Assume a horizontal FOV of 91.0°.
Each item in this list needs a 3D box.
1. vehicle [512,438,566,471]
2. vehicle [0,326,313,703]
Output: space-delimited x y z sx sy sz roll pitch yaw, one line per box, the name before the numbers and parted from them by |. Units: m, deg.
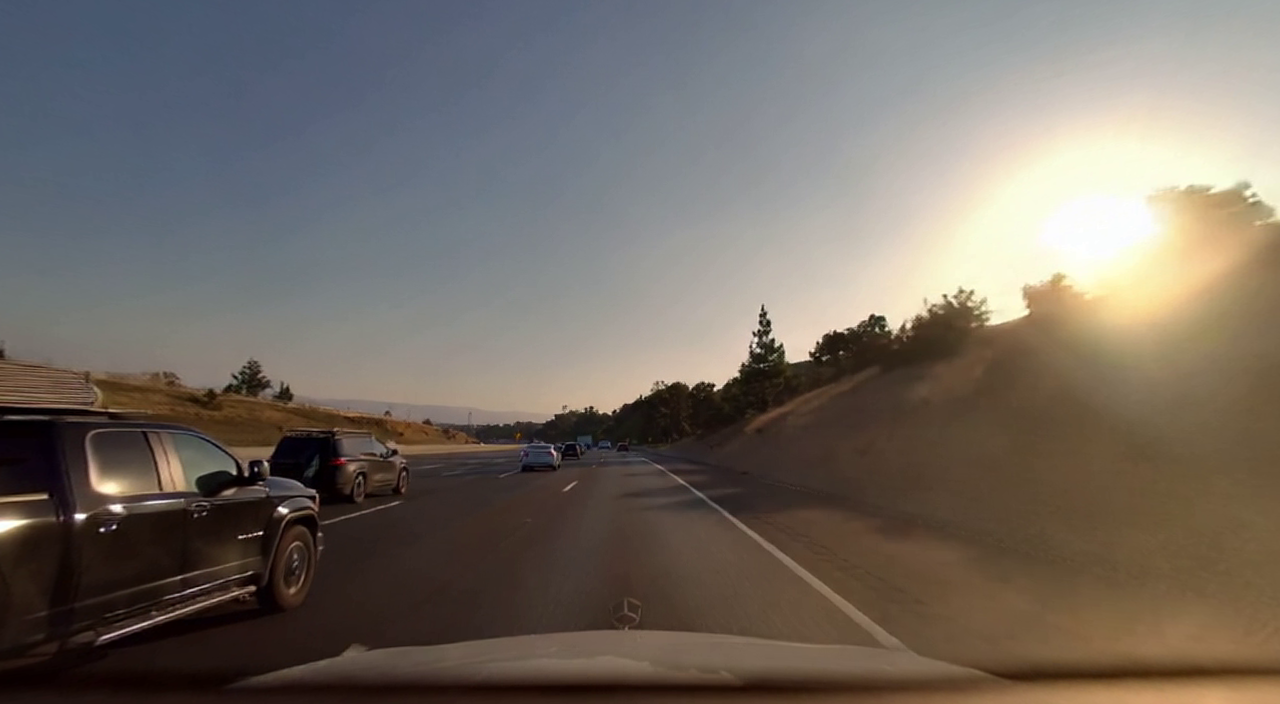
vehicle | -5.013 5.151 31.832 2.012 1.509 4.359 0 -8 0
vehicle | -3.910 0.797 2.742 2.200 1.807 5.041 0 -8 1
